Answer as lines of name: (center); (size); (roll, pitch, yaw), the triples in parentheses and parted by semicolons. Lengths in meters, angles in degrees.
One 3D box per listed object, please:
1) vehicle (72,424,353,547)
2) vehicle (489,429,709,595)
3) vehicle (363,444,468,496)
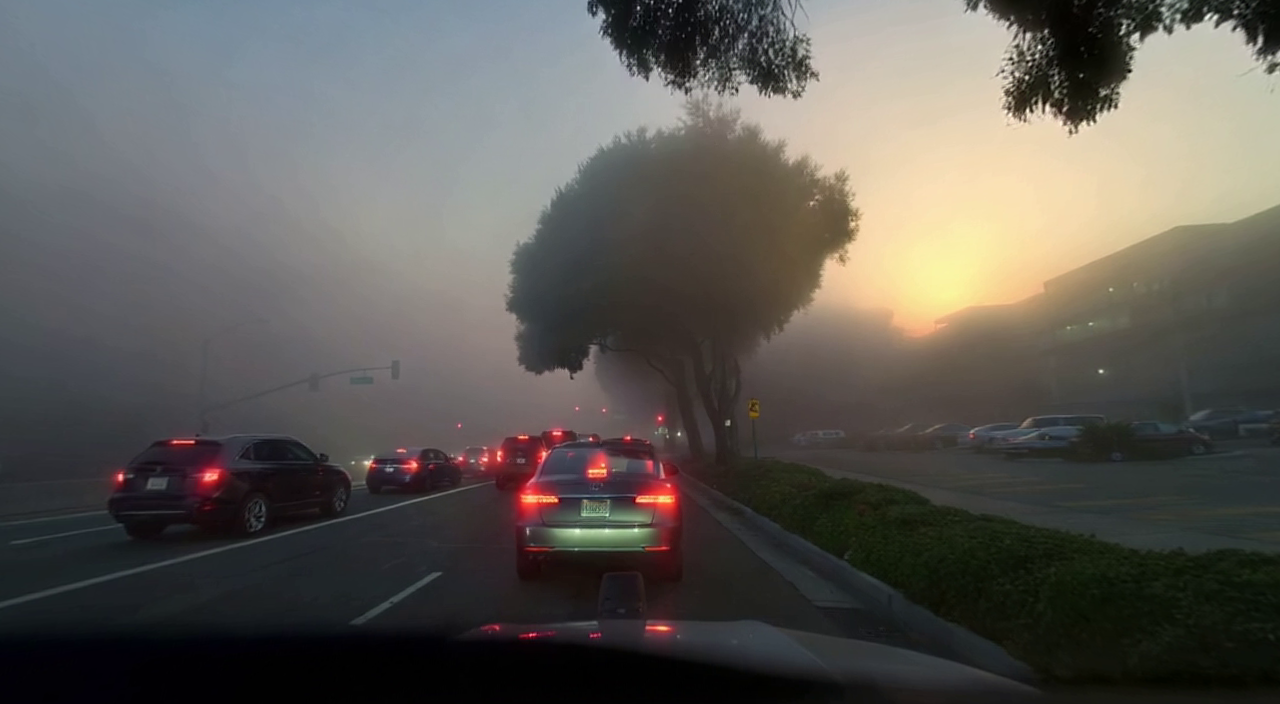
vehicle: (-7.296, 2.290, 11.502); (2.068, 1.784, 4.224); (0, -9, 1)
vehicle: (-0.389, 1.812, 7.996); (2.066, 1.544, 3.954); (0, -9, 0)
vehicle: (-7.354, 3.886, 21.228); (1.851, 1.532, 4.279); (0, -9, 1)
